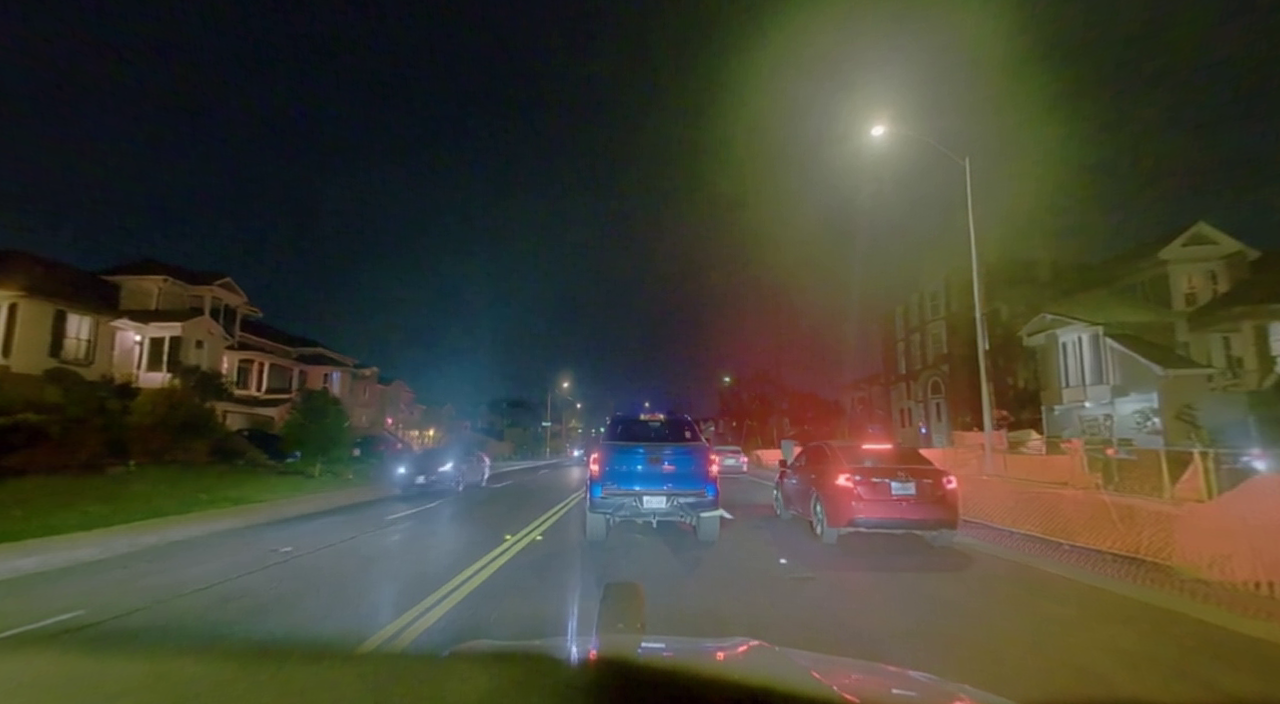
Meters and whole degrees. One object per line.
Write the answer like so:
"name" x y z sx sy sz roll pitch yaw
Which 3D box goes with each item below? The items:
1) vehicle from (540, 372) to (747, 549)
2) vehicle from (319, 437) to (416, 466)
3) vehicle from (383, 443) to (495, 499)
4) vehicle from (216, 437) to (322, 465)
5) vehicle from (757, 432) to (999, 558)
"vehicle" 0.085 1.906 11.654 2.751 2.361 6.347 0 -8 1
"vehicle" -15.050 5.516 34.857 4.490 1.500 1.875 0 -8 -2
"vehicle" -6.076 3.614 19.637 1.953 1.528 4.492 0 -8 1
"vehicle" -20.352 5.440 34.569 4.706 1.468 1.817 -1 -8 3
"vehicle" 3.292 2.053 9.867 2.010 1.499 4.481 0 -8 -1
